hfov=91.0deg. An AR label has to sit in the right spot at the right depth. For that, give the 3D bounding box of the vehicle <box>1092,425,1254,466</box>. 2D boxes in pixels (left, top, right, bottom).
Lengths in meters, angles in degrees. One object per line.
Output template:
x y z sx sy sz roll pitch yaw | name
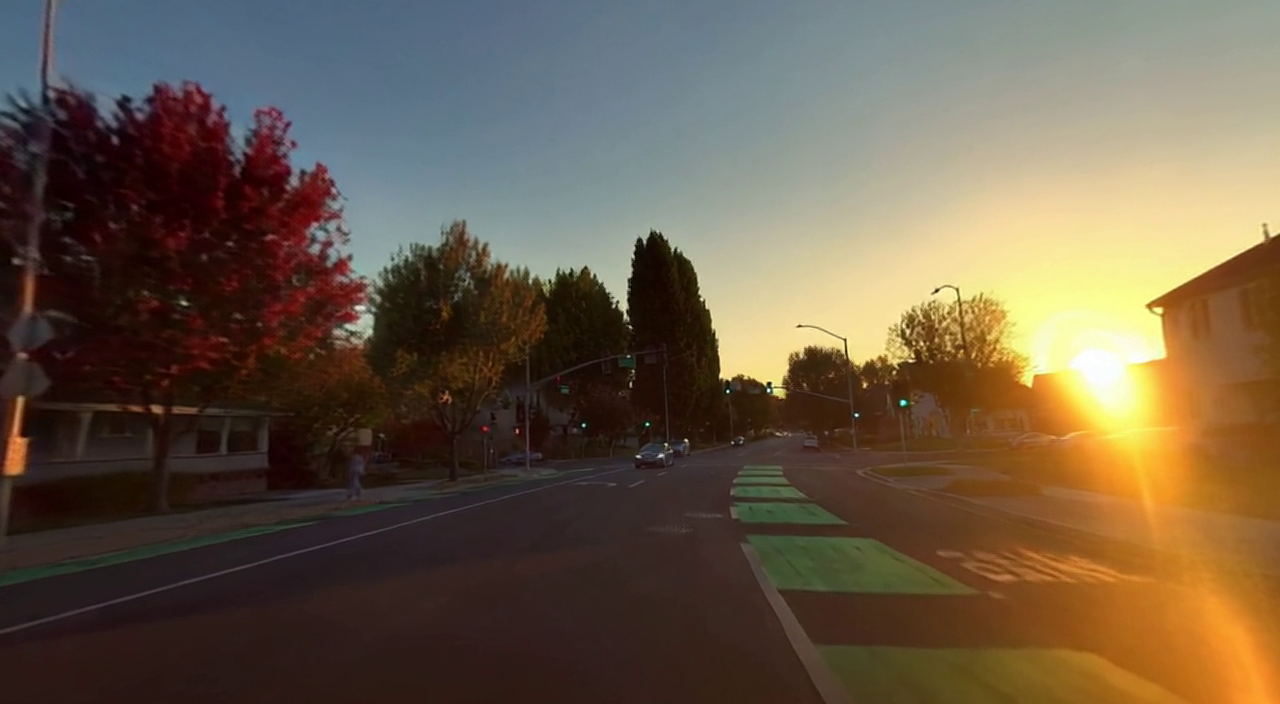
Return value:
22.317 3.923 26.742 1.972 1.477 5.340 -2 -7 -4 | vehicle

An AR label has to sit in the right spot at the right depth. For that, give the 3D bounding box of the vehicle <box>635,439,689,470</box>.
1.234 5.374 33.253 1.904 1.489 4.746 -2 -9 14 | vehicle

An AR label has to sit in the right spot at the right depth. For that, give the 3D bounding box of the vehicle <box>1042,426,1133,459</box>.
22.702 4.622 32.184 1.937 1.474 5.114 -4 -9 14 | vehicle
